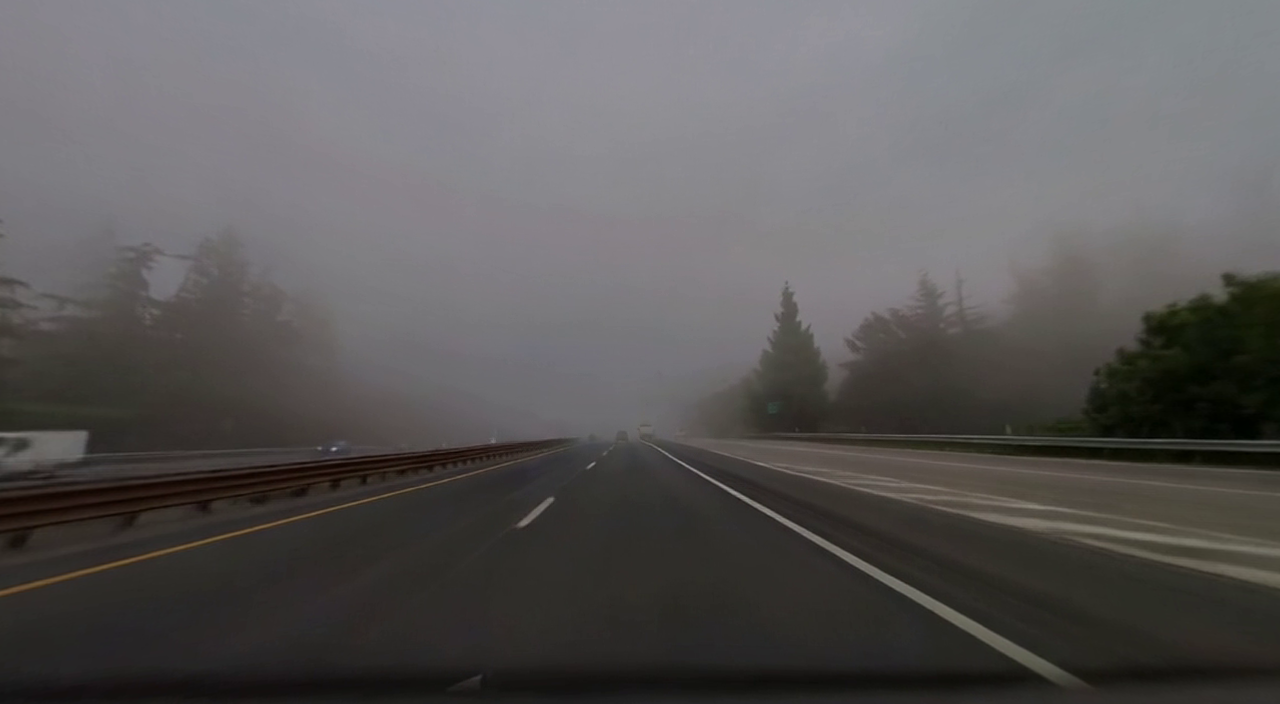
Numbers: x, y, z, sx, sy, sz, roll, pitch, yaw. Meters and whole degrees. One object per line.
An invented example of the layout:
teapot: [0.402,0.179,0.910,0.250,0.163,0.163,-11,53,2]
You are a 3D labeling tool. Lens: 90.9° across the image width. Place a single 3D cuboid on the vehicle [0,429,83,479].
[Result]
vehicle: [-29.877,4.745,29.537,2.218,2.231,5.714,0,-8,-1]
